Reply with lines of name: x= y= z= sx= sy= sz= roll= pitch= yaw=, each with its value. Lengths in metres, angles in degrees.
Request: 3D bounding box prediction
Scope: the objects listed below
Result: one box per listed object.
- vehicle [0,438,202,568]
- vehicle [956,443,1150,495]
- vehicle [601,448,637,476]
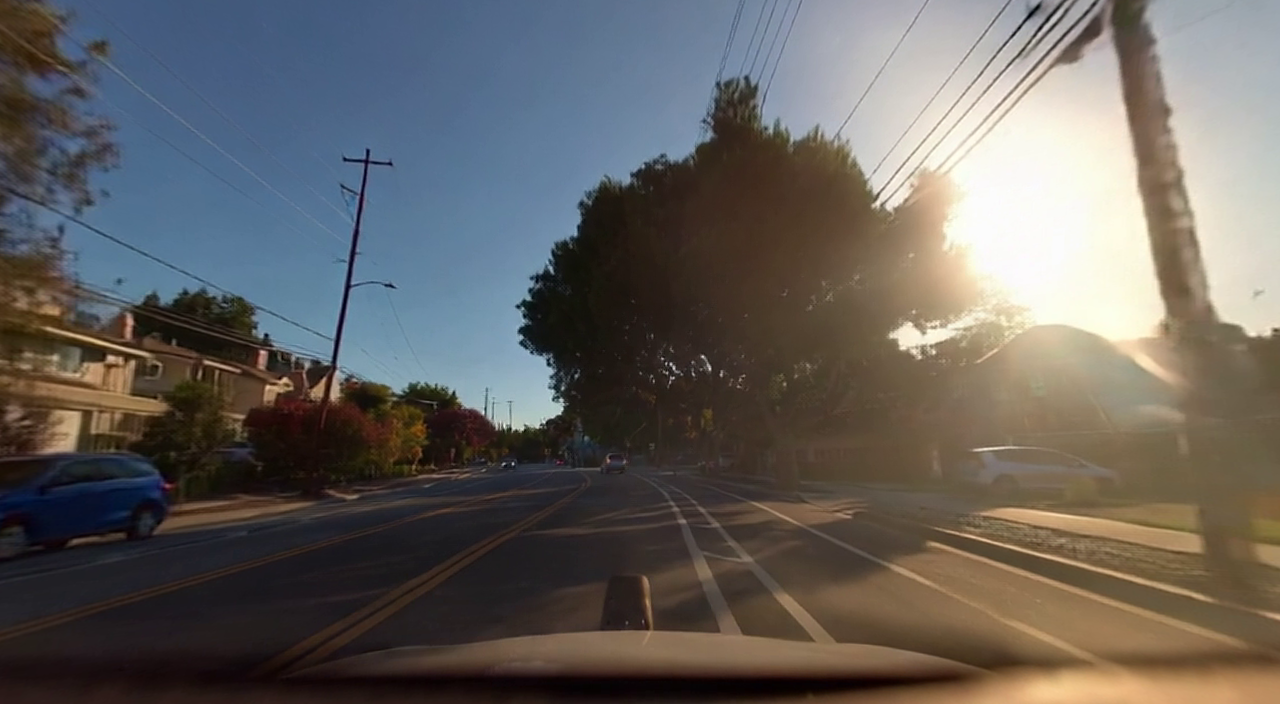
vehicle: x=-11.196 y=2.688 z=11.949 sx=1.998 sy=2.047 sz=5.167 roll=0 pitch=-8 yaw=0
vehicle: x=12.645 y=3.583 z=19.512 sx=4.648 sy=1.511 sz=1.919 roll=0 pitch=-8 yaw=-2
vehicle: x=-1.629 y=8.057 z=46.350 sx=2.284 sy=1.741 sz=4.702 roll=3 pitch=-8 yaw=-5
